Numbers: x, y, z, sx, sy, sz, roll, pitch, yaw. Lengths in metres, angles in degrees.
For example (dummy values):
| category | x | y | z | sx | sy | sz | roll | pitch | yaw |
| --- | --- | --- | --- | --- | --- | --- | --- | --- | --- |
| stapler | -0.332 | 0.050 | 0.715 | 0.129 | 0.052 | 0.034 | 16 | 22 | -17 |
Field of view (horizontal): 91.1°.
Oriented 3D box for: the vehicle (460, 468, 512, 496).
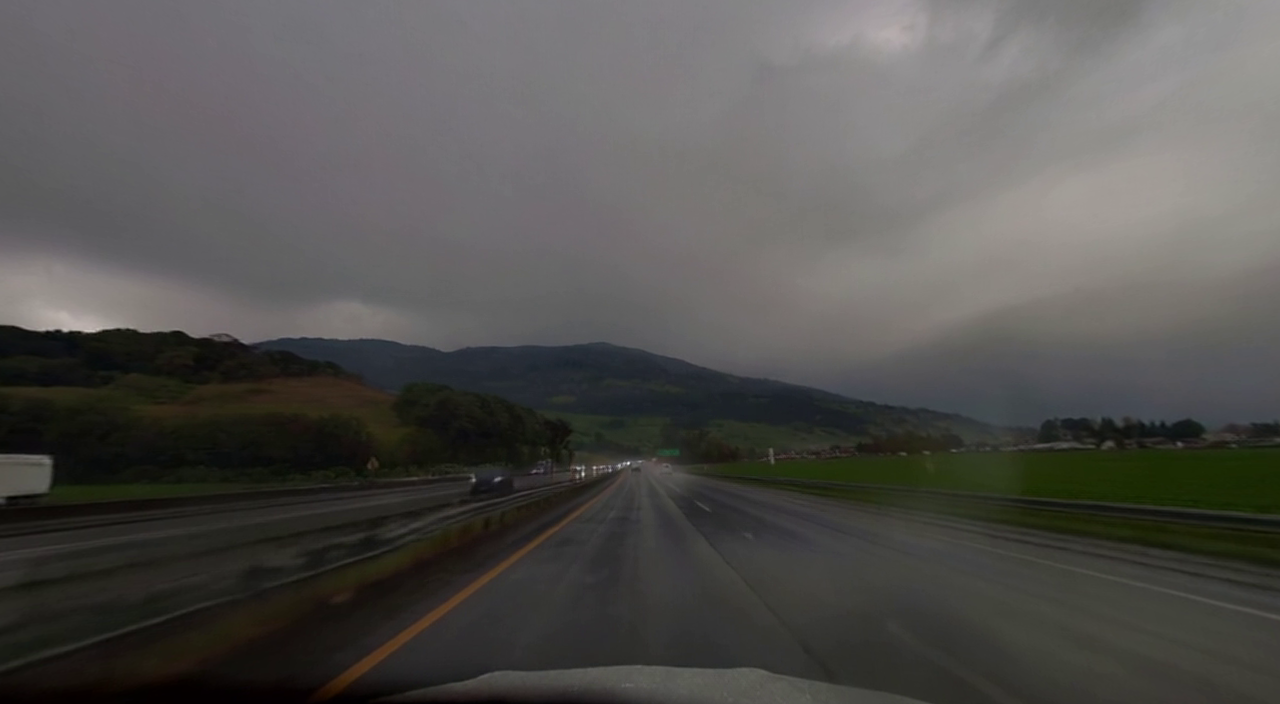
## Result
| category | x | y | z | sx | sy | sz | roll | pitch | yaw |
| --- | --- | --- | --- | --- | --- | --- | --- | --- | --- |
| vehicle | -8.816 | 7.441 | 36.244 | 1.902 | 1.477 | 4.113 | 1 | -10 | 0 |
